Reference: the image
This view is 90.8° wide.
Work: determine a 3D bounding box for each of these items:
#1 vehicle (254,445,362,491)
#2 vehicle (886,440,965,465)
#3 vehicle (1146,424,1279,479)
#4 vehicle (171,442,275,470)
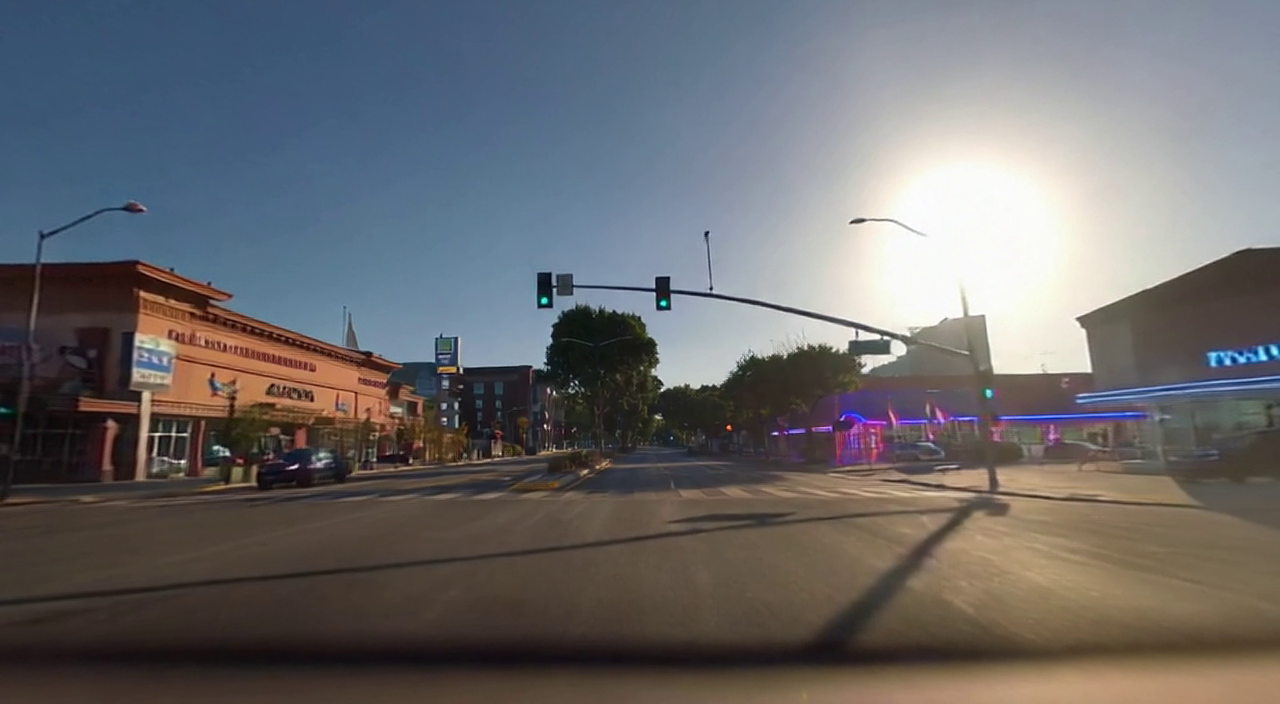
[{"bbox_3d":[-12.955,4.524,25.032,1.892,1.639,4.311,0,-8,0],"label":"vehicle"},{"bbox_3d":[19.775,6.968,43.928,4.468,1.635,2.017,0,-8,-3],"label":"vehicle"},{"bbox_3d":[20.879,3.321,21.234,5.587,1.689,2.605,0,-9,-3],"label":"vehicle"},{"bbox_3d":[-29.887,7.465,45.452,5.712,1.863,2.422,0,-8,0],"label":"vehicle"}]
